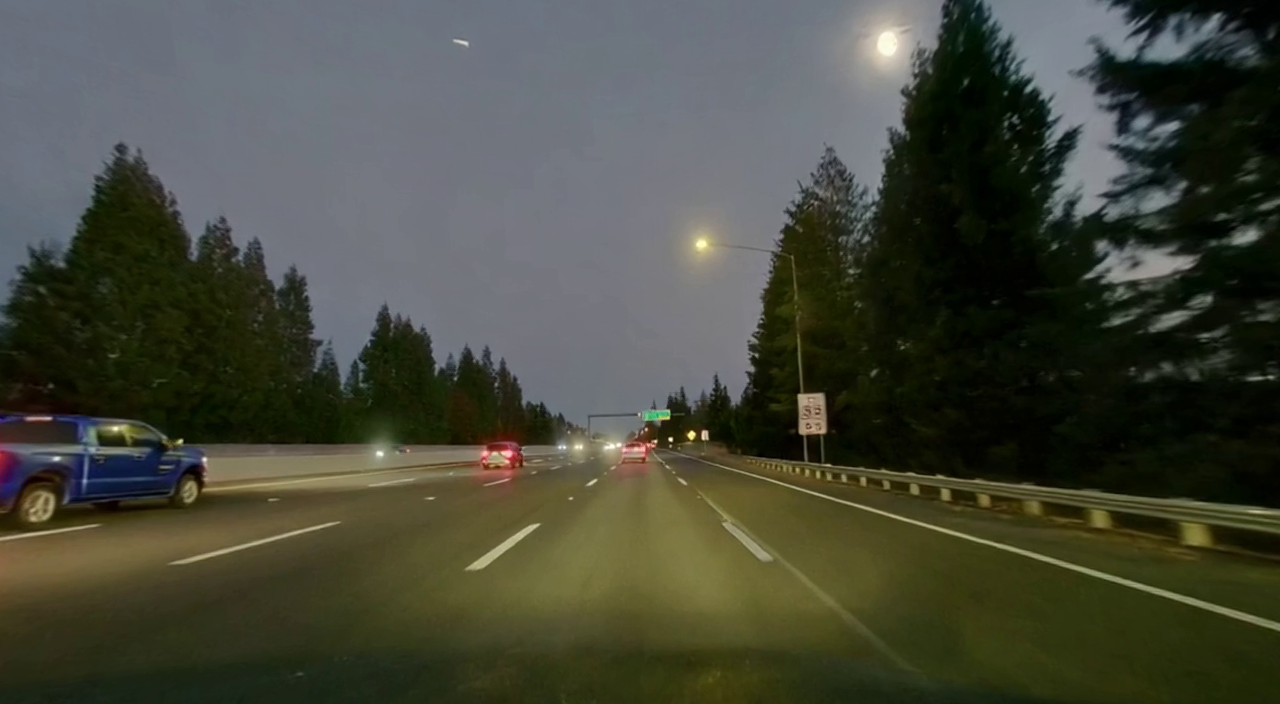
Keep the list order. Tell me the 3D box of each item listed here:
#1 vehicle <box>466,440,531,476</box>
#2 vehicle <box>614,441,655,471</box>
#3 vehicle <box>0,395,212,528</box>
[{"bbox_3d":[-6.397,4.813,28.968,1.919,1.499,4.234,0,-8,1],"label":"vehicle"},{"bbox_3d":[-0.226,5.521,33.638,1.984,1.471,4.202,0,-8,2],"label":"vehicle"},{"bbox_3d":[-10.803,1.882,11.079,2.347,1.984,5.778,0,-8,2],"label":"vehicle"}]
